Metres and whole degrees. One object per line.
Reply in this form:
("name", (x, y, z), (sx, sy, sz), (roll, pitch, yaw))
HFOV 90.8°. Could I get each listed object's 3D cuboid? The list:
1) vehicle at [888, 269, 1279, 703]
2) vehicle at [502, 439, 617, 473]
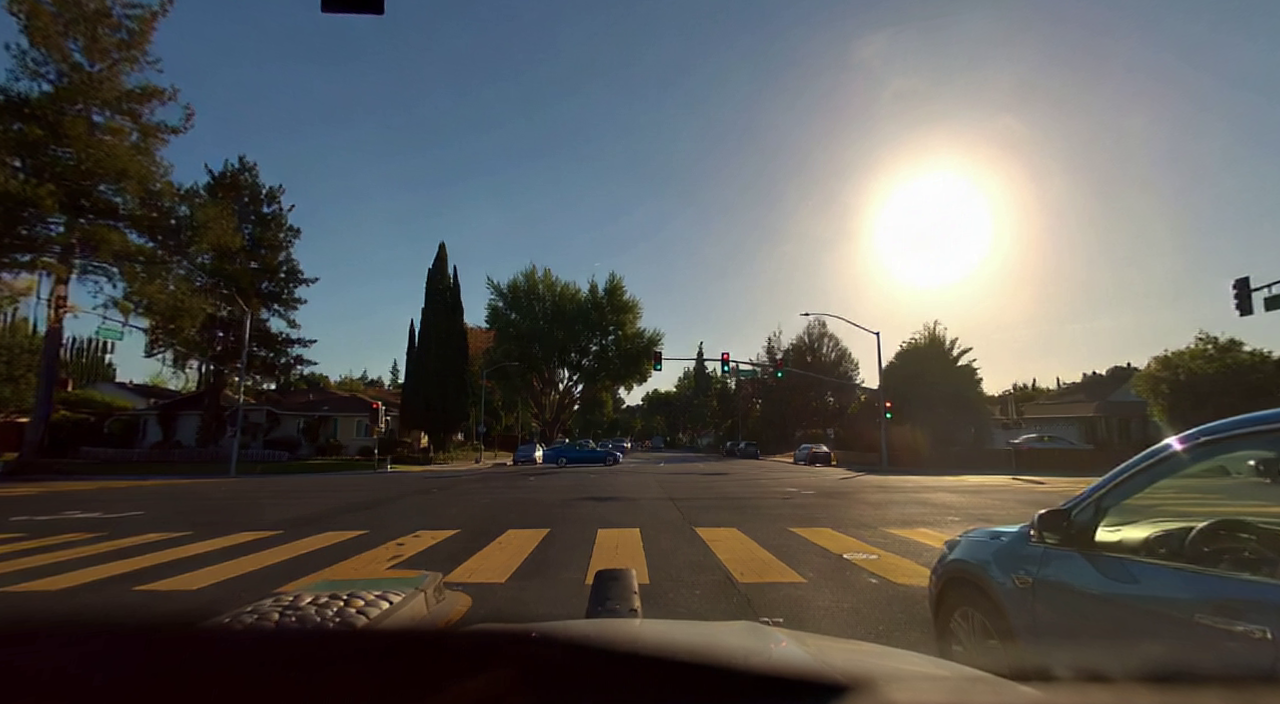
("vehicle", (2.705, 0.708, 1.720), (2.085, 1.800, 4.908), (0, -9, 1))
("vehicle", (-3.776, 4.938, 30.161), (4.999, 1.518, 2.104), (6, -10, -34))
